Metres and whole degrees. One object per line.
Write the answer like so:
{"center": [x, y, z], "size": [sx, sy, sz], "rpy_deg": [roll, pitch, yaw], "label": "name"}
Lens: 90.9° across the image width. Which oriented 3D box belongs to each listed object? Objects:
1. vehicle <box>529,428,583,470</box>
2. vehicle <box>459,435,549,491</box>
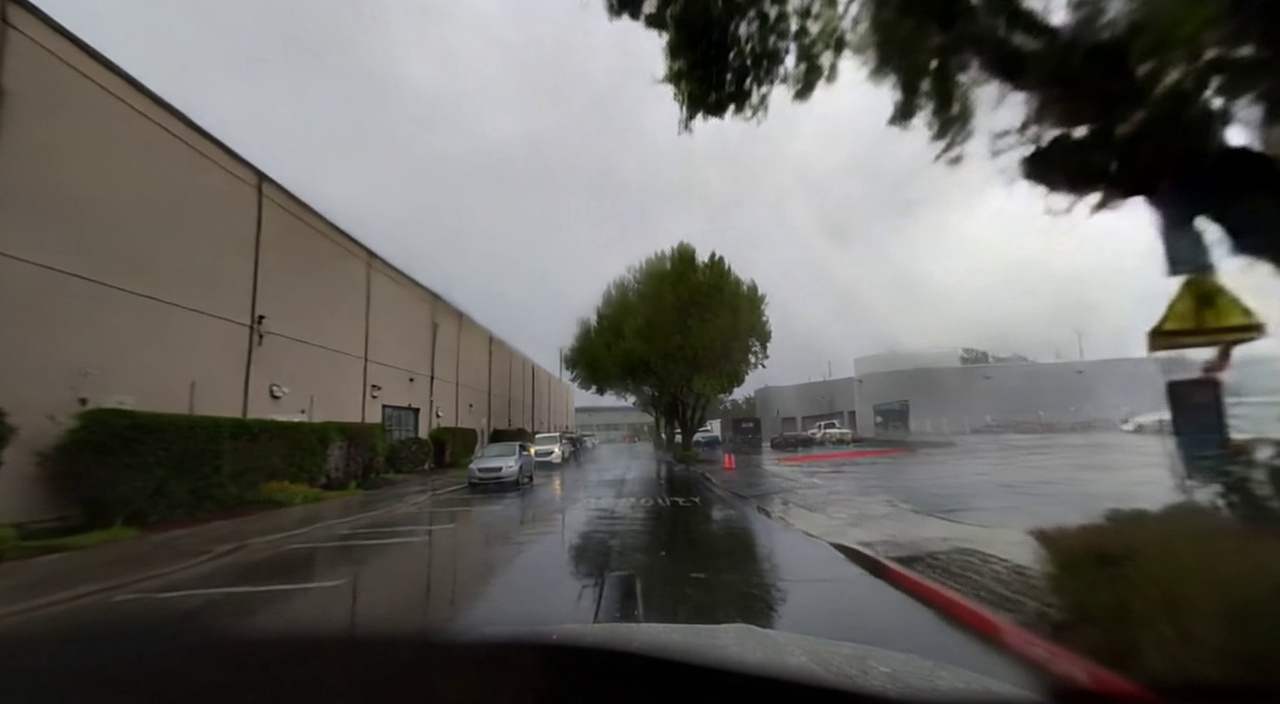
{"center": [-4.308, 5.141, 33.059], "size": [2.161, 1.843, 5.181], "rpy_deg": [-4, -10, -2], "label": "vehicle"}
{"center": [-4.393, 3.686, 21.068], "size": [2.040, 1.501, 4.440], "rpy_deg": [-4, -9, -1], "label": "vehicle"}
